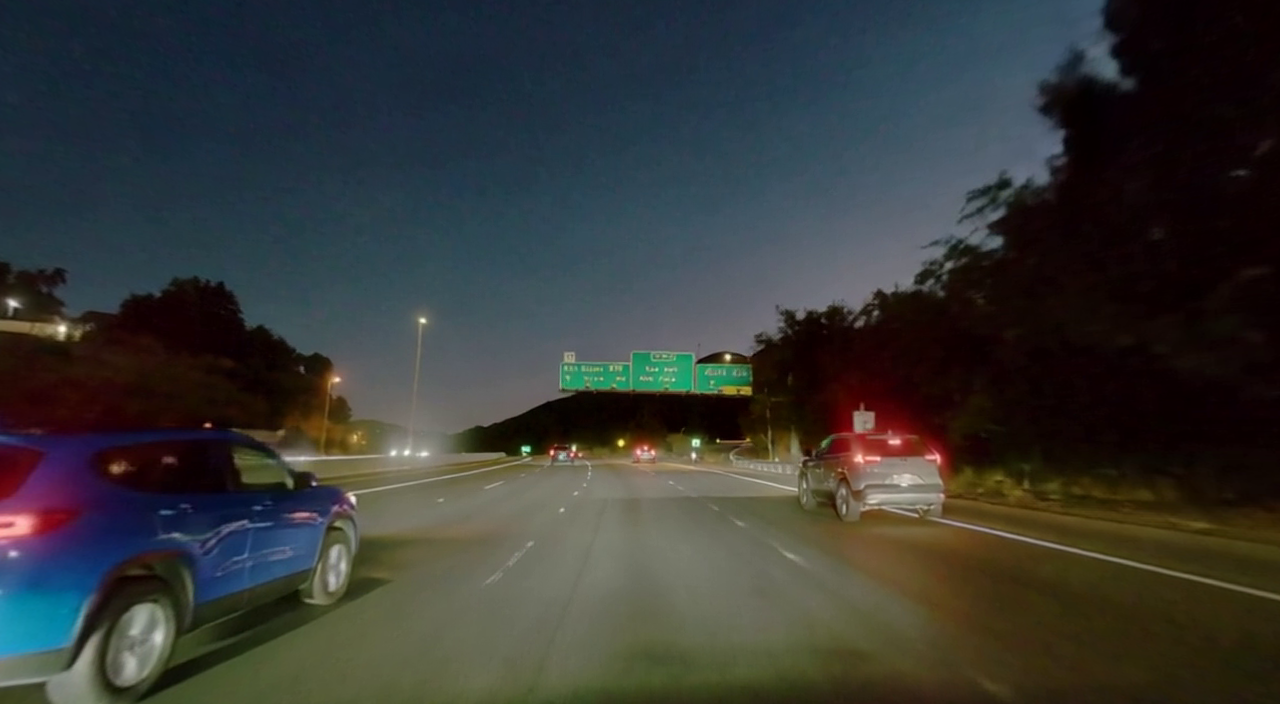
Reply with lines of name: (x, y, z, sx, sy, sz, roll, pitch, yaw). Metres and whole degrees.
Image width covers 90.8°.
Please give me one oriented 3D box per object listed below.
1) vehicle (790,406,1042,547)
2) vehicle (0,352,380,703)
vehicle: (4.342, 2.068, 11.086, 2.103, 1.903, 4.837, 0, -9, -2)
vehicle: (-3.861, 1.142, 4.321, 2.213, 1.766, 4.598, 0, -9, -1)
